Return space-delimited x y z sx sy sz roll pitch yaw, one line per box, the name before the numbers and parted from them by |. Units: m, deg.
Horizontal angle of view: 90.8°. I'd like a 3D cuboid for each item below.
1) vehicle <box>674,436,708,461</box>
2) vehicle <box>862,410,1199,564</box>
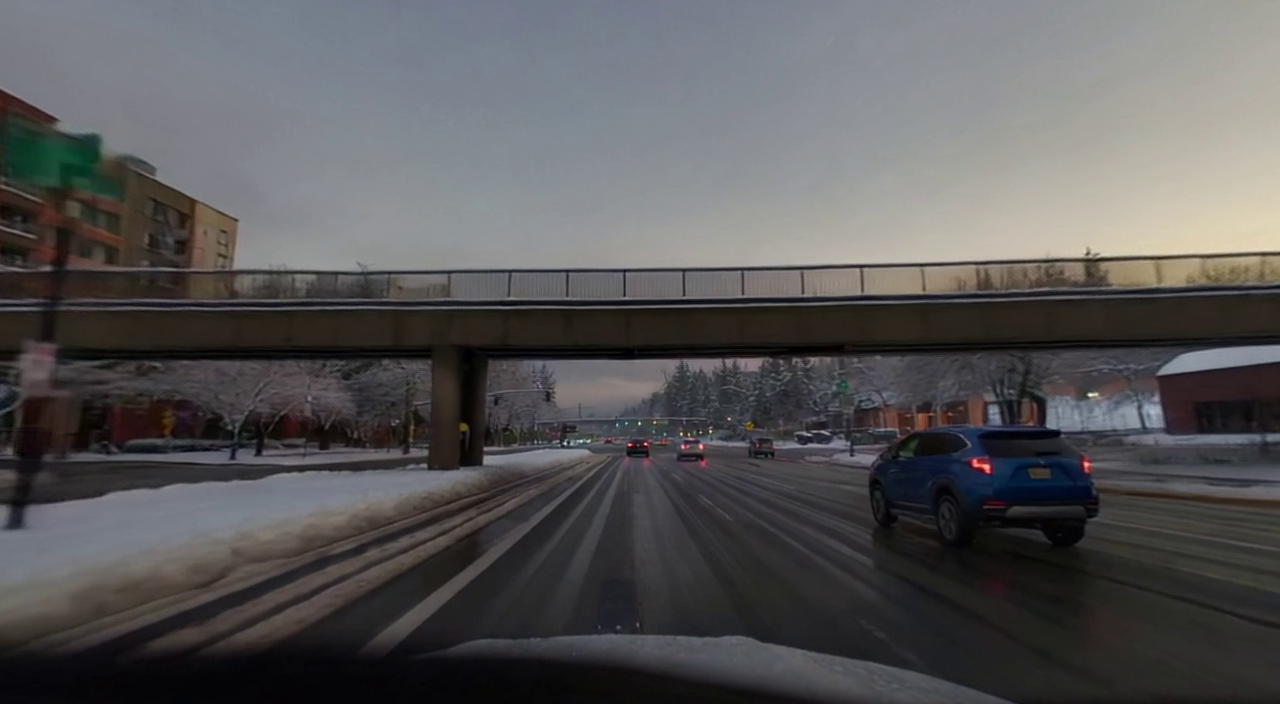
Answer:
vehicle | 3.654 7.042 46.090 2.165 1.708 3.928 0 -8 0
vehicle | 5.281 1.884 9.586 2.130 1.741 4.665 0 -8 1
